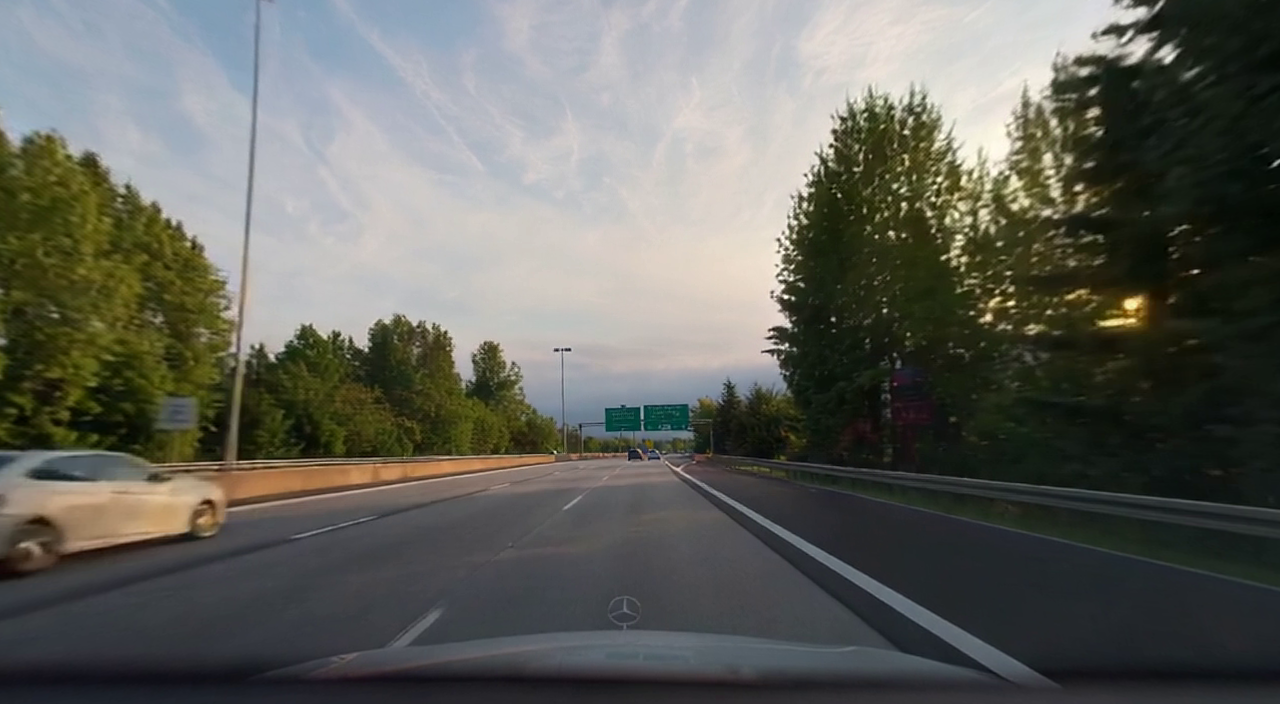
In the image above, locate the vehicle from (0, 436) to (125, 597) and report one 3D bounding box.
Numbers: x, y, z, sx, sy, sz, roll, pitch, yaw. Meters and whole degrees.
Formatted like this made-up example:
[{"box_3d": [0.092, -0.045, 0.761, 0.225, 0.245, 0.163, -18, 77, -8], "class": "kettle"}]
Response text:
[{"box_3d": [-6.832, 1.388, 4.827, 1.835, 1.459, 4.636, -2, -9, 1], "class": "vehicle"}]
